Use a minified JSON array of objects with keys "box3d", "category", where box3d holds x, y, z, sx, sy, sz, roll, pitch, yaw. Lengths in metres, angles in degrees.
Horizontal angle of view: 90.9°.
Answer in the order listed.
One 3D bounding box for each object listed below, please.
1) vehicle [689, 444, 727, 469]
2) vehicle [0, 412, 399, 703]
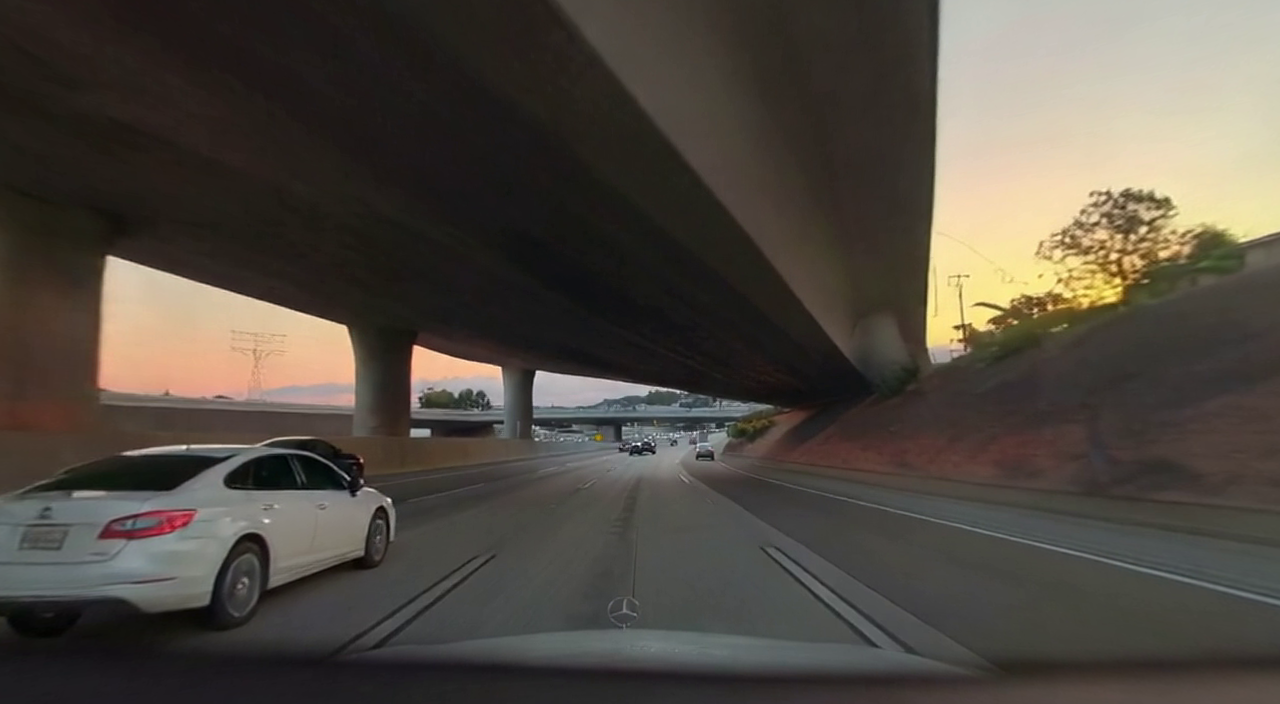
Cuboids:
[{"box3d":[4.295,6.680,40.584,2.059,1.509,4.670,0,-8,1],"category":"vehicle"},{"box3d":[-3.749,1.318,4.877,1.990,1.477,4.308,0,-8,1],"category":"vehicle"}]
